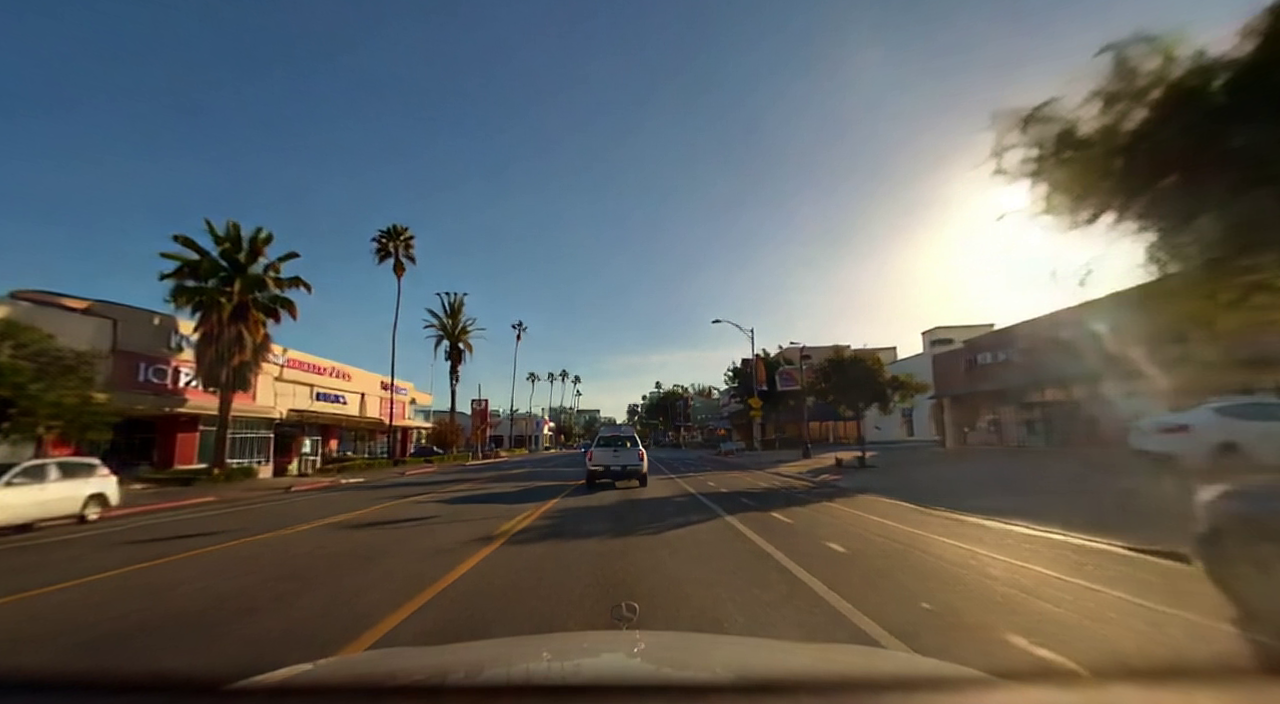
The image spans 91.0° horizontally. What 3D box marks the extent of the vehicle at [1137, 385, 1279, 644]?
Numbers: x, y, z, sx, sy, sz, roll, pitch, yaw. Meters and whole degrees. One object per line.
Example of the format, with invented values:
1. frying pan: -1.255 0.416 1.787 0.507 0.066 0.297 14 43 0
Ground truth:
1. vehicle: 5.766 1.036 3.457 2.186 1.861 4.678 1 -8 -1

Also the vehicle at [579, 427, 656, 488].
1. vehicle: -0.675 3.390 20.451 2.239 1.763 4.096 0 -8 -1

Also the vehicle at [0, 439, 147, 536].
1. vehicle: -13.489 2.855 13.312 2.296 1.847 4.856 -3 -8 -2
